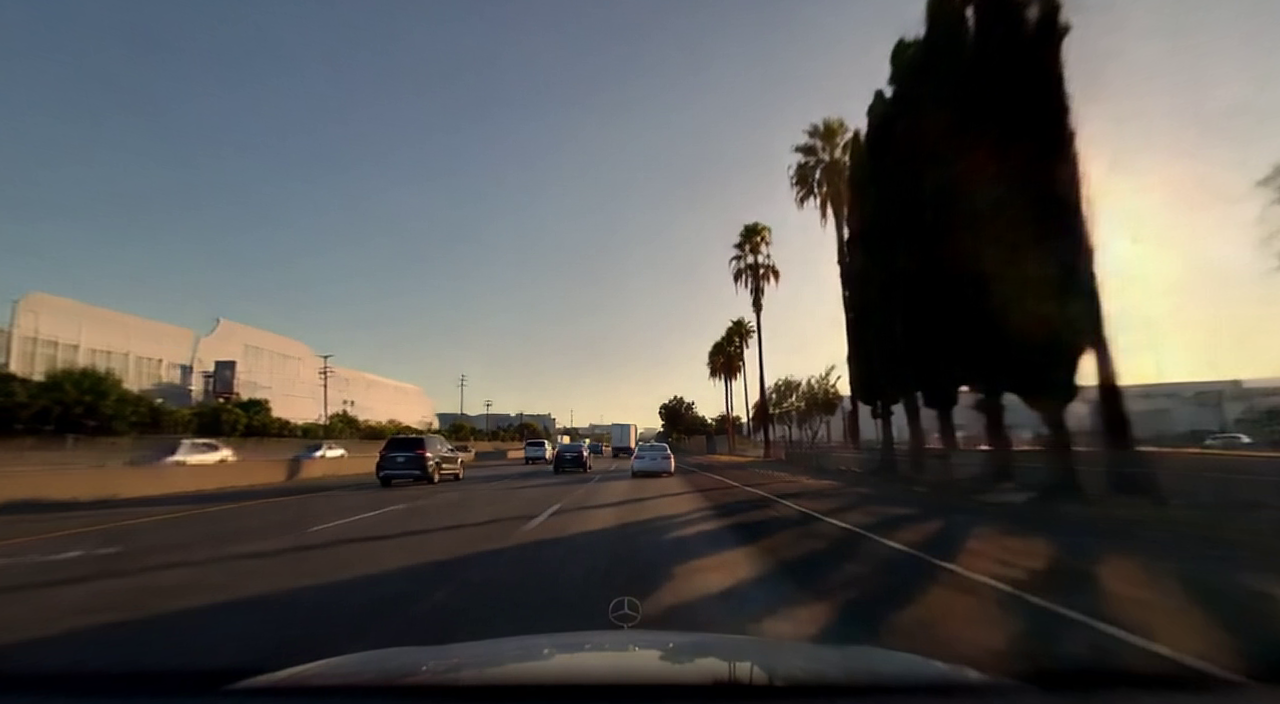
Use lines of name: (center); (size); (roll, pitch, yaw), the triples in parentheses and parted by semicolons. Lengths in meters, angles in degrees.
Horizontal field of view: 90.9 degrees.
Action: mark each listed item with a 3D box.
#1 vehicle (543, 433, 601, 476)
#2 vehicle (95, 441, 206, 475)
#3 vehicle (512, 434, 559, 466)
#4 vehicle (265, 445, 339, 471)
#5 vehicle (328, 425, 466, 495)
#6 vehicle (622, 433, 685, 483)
vehicle: (-3.099, 4.809, 29.870); (2.108, 1.832, 4.549); (0, -8, 2)
vehicle: (-23.894, 5.150, 31.000); (1.851, 1.503, 4.403); (0, -8, 1)
vehicle: (-6.837, 6.476, 41.755); (2.085, 1.932, 4.967); (-1, -8, 2)
vehicle: (-19.987, 6.244, 37.489); (1.916, 1.441, 4.343); (0, -8, 1)
vehicle: (-6.953, 3.151, 18.714); (2.105, 1.790, 4.689); (0, -8, 1)
vehicle: (0.465, 3.928, 23.709); (2.136, 1.678, 4.052); (0, -8, 0)
